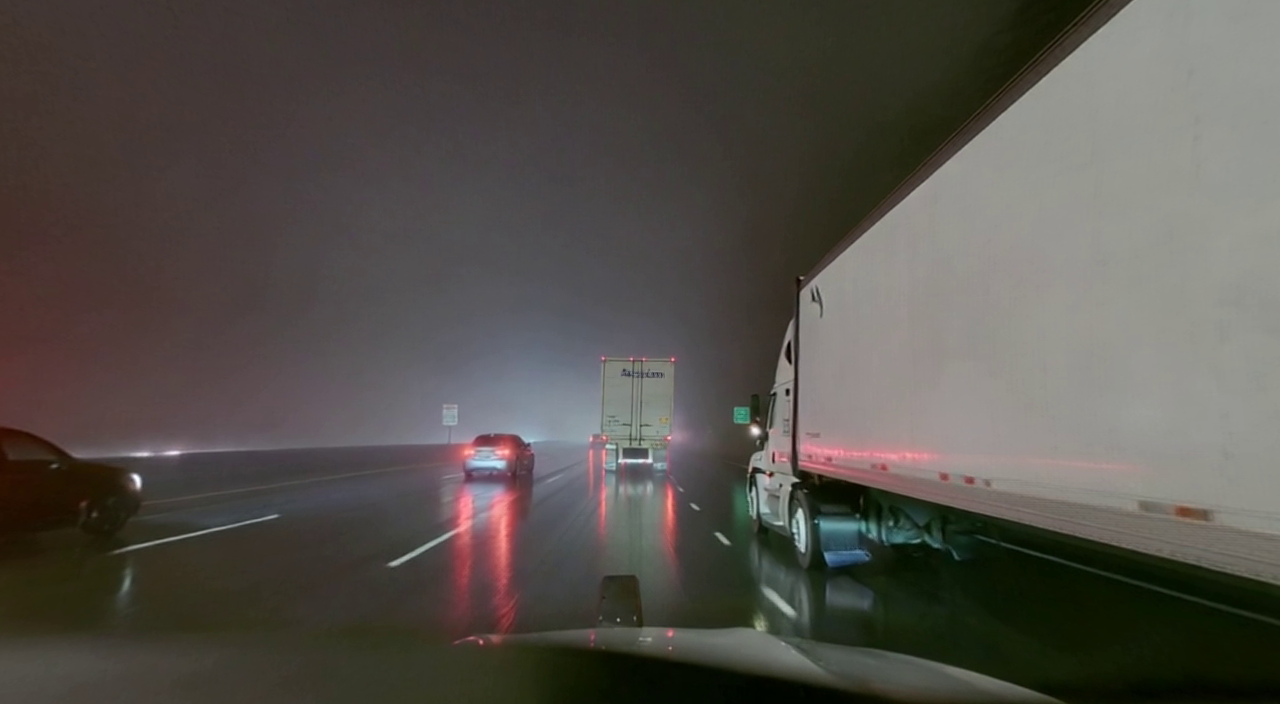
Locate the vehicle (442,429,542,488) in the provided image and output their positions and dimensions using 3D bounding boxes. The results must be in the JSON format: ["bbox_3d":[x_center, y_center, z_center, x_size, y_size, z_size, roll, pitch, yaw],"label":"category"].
[{"bbox_3d":[-4.097,2.993,18.113,1.933,1.492,3.838,0,-8,0],"label":"vehicle"}]

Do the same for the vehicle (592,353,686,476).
[{"bbox_3d":[-0.176,2.789,26.404,3.118,4.106,10.719,0,-8,-2],"label":"vehicle"}]

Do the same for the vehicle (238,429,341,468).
[{"bbox_3d":[-16.236,4.501,29.490,1.985,1.617,4.870,-2,-8,1],"label":"vehicle"}]

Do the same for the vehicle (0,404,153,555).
[{"bbox_3d":[-8.081,1.426,7.038,1.990,1.654,4.129,0,-8,-1],"label":"vehicle"}]

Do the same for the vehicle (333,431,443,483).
[{"bbox_3d":[-8.084,3.375,20.611,1.943,1.500,4.011,0,-8,-1],"label":"vehicle"}]
